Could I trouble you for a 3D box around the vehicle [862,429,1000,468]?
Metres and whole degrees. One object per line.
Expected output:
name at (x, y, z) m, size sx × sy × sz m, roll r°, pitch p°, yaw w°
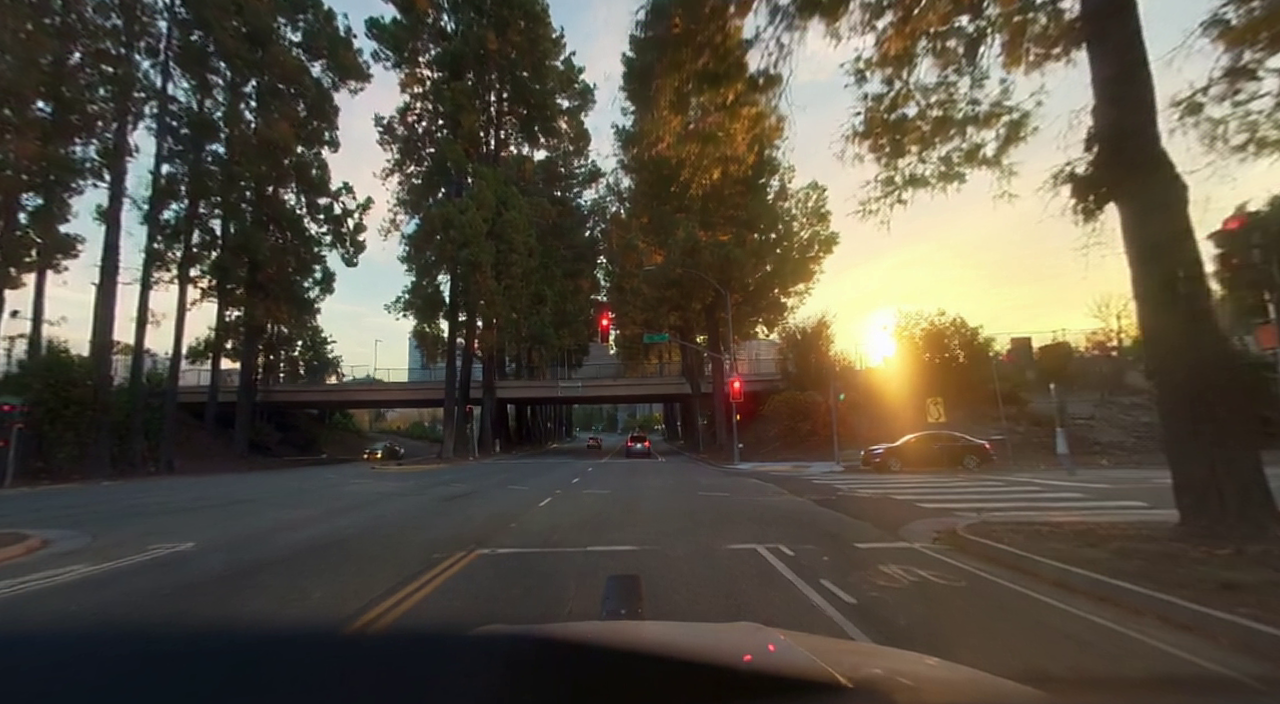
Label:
vehicle at (11.649, 3.884, 25.459) m, size 4.691 × 1.466 × 1.800 m, roll 1°, pitch -8°, yaw -7°
